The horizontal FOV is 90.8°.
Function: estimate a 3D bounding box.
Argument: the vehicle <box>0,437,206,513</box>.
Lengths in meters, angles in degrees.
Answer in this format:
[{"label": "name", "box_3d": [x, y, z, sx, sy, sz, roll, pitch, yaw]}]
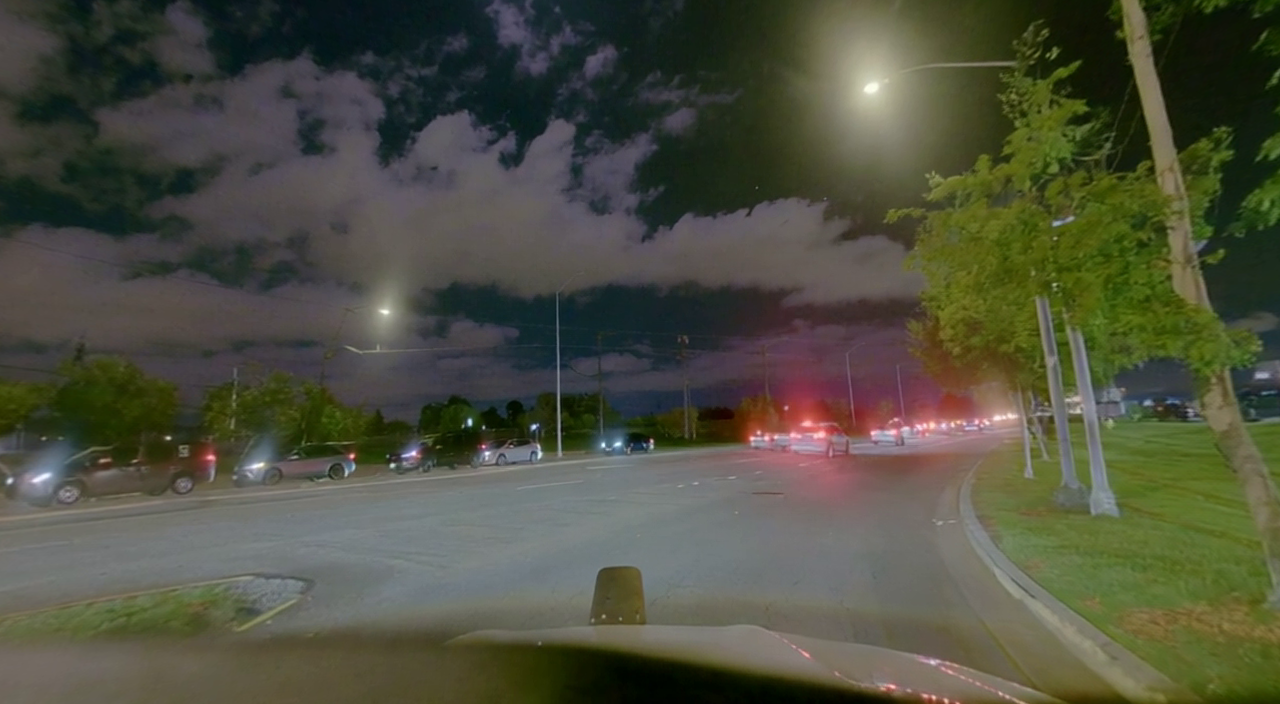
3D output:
[{"label": "vehicle", "box_3d": [-16.741, 3.680, 19.579, 2.294, 2.000, 4.788, -7, -10, 30]}]

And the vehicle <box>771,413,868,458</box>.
[{"label": "vehicle", "box_3d": [8.941, 4.135, 31.213, 2.517, 1.936, 4.748, -11, -13, 43]}]

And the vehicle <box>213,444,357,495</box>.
[{"label": "vehicle", "box_3d": [-13.562, 4.443, 24.369, 1.904, 1.719, 4.326, -5, -9, 35]}]

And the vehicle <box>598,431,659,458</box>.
[{"label": "vehicle", "box_3d": [-0.700, 6.302, 43.192, 1.926, 1.691, 4.646, -5, -9, 32]}]

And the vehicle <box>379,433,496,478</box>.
[{"label": "vehicle", "box_3d": [-9.667, 4.934, 30.476, 2.134, 1.924, 4.911, -6, -10, 39]}]
